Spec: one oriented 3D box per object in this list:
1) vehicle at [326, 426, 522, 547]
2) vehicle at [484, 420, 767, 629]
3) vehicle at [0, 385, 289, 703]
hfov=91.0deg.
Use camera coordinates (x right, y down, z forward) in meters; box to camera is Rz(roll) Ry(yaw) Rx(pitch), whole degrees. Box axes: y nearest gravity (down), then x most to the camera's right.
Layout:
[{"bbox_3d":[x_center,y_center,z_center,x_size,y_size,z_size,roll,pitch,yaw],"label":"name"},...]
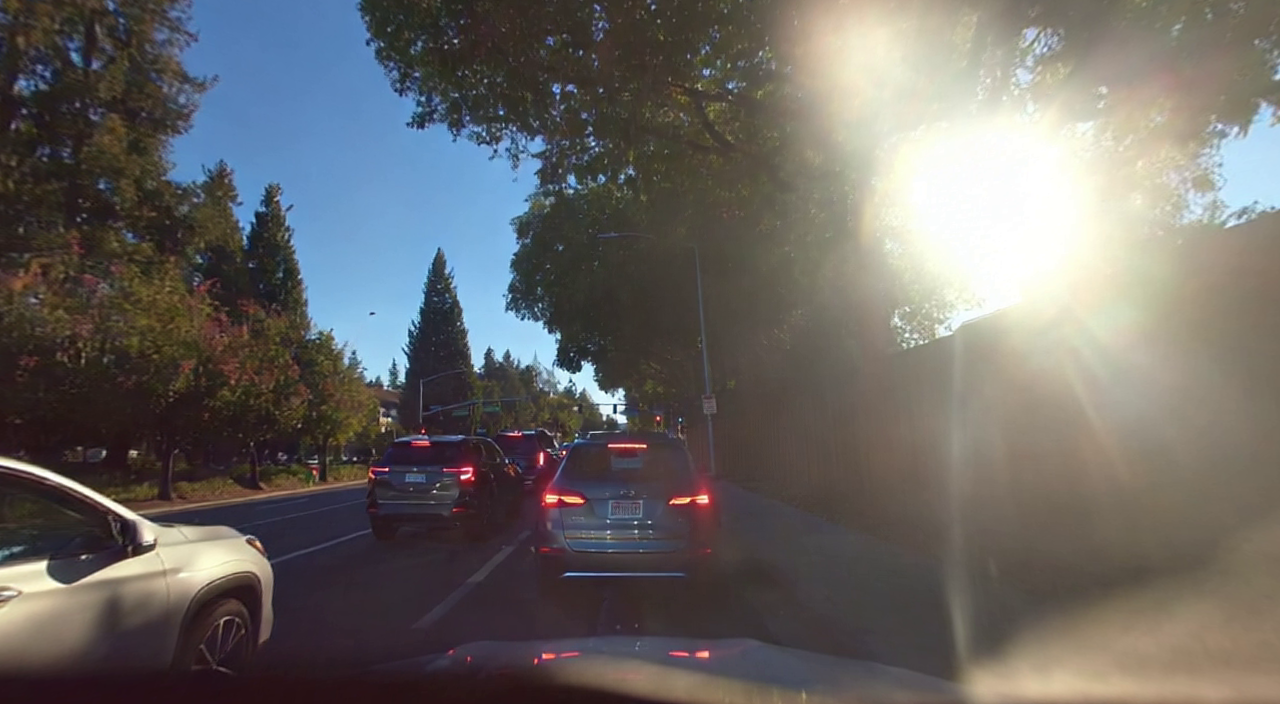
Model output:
[{"bbox_3d":[-3.221,2.063,10.255,1.850,1.582,3.688,0,-8,0],"label":"vehicle"},{"bbox_3d":[-0.132,1.506,6.449,1.995,1.460,3.865,0,-8,-1],"label":"vehicle"},{"bbox_3d":[-3.208,0.794,1.582,1.980,1.520,4.636,0,-8,0],"label":"vehicle"}]
